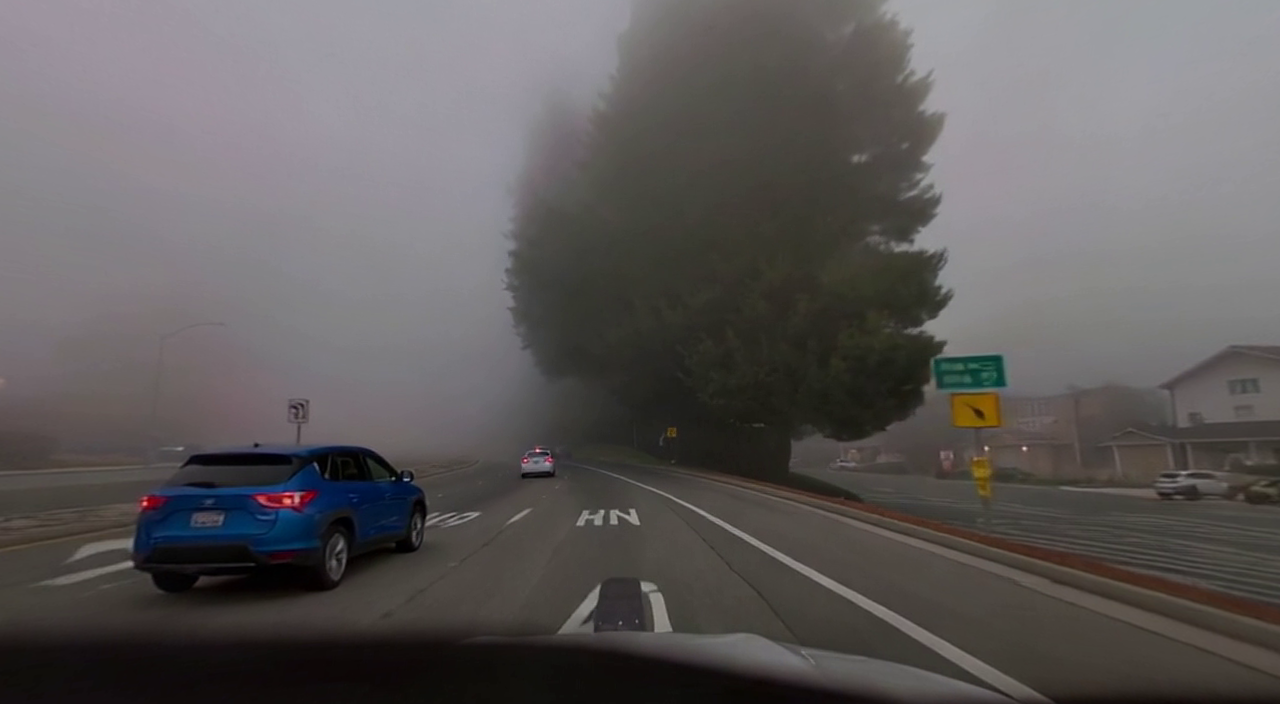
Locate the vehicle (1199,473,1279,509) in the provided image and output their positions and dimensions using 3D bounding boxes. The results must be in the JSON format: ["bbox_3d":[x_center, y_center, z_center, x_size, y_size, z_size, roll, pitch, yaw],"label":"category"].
[{"bbox_3d":[33.311,7.390,33.599,1.820,1.626,5.319,1,-9,-8],"label":"vehicle"}]

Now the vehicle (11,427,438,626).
[{"bbox_3d":[-4.186,1.786,7.606,2.098,1.613,4.606,0,-8,-2],"label":"vehicle"}]

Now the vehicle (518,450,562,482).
[{"bbox_3d":[-5.018,5.732,32.125,1.904,1.476,3.736,0,-8,-4],"label":"vehicle"}]

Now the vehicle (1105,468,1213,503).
[{"bbox_3d":[32.497,8.356,39.786,1.903,1.807,5.023,2,-8,-12],"label":"vehicle"}]
